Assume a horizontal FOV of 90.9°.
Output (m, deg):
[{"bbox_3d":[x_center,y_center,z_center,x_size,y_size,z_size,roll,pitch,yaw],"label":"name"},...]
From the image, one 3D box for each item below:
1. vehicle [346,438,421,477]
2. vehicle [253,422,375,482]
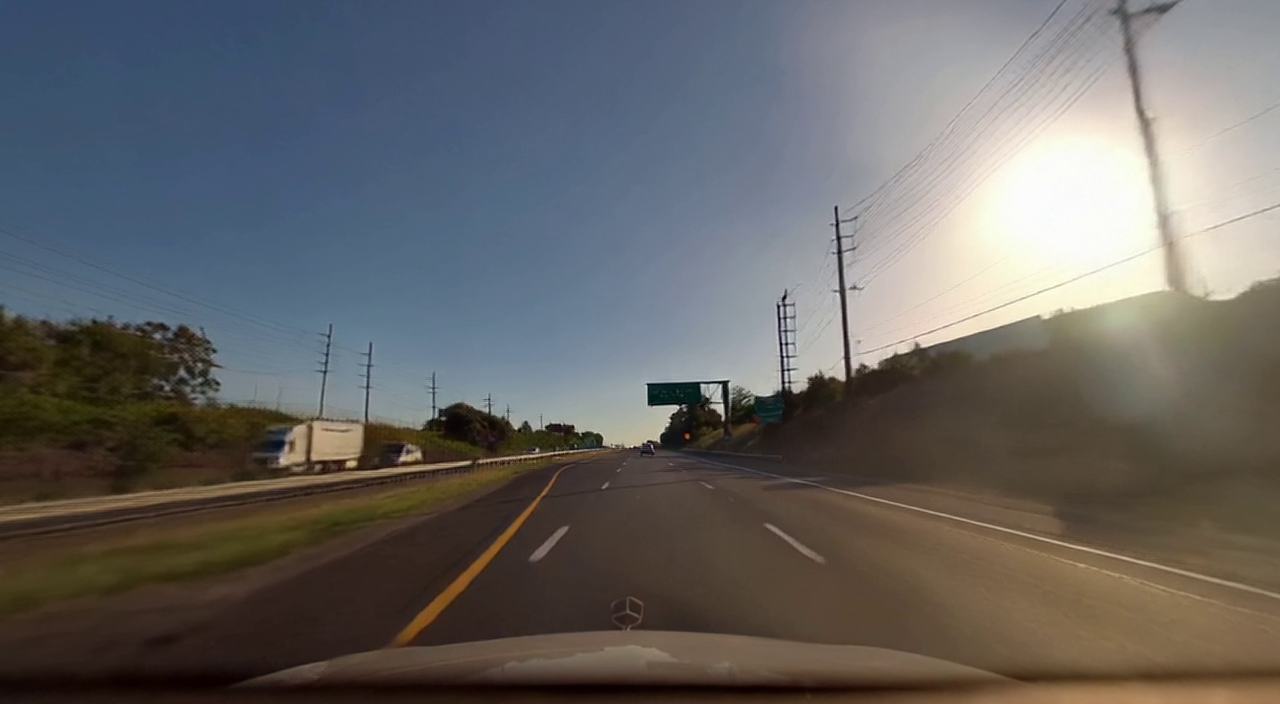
[{"bbox_3d":[-16.338,6.742,40.575,2.348,2.282,5.540,-1,-8,1],"label":"vehicle"},{"bbox_3d":[-20.845,6.458,41.194,2.949,3.403,9.367,0,-8,0],"label":"vehicle"}]
